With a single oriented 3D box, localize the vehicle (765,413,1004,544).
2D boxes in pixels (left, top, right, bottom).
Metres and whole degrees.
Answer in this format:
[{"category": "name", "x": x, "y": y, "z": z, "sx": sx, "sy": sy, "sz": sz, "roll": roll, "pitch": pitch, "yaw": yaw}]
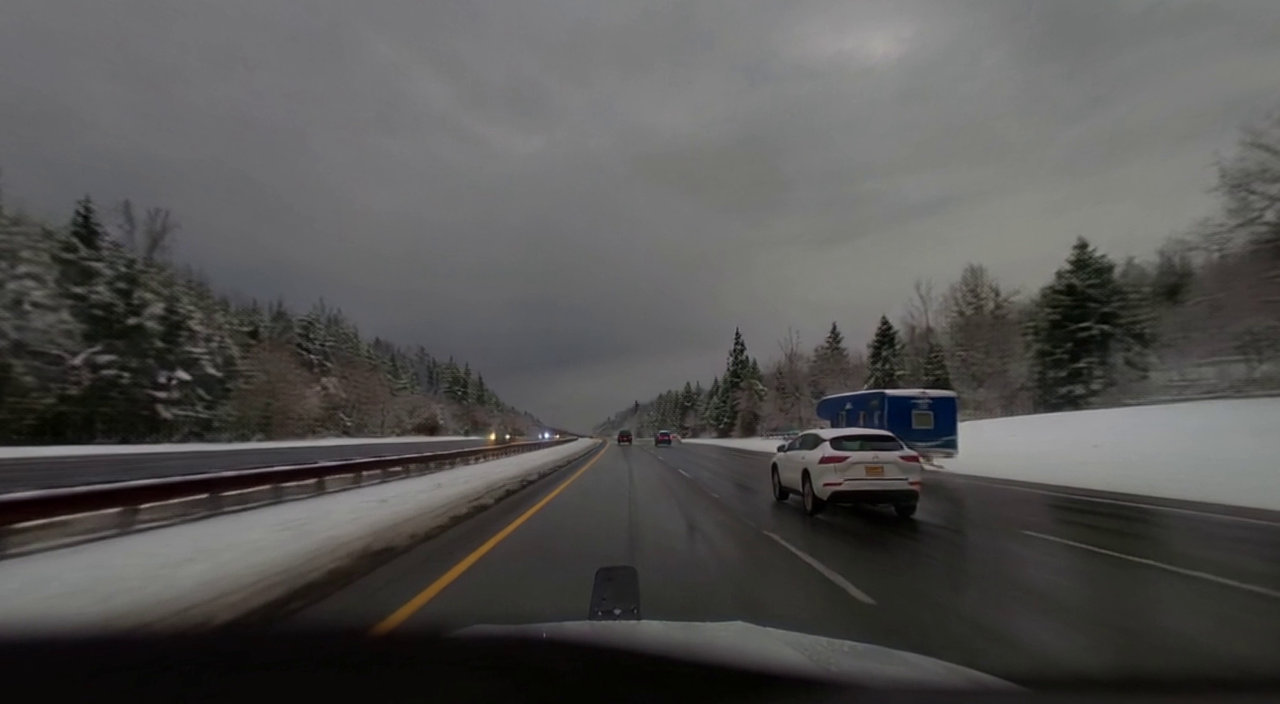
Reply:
[{"category": "vehicle", "x": 3.341, "y": 1.781, "z": 9.586, "sx": 2.002, "sy": 1.569, "sz": 3.845, "roll": 0, "pitch": -8, "yaw": -1}]
